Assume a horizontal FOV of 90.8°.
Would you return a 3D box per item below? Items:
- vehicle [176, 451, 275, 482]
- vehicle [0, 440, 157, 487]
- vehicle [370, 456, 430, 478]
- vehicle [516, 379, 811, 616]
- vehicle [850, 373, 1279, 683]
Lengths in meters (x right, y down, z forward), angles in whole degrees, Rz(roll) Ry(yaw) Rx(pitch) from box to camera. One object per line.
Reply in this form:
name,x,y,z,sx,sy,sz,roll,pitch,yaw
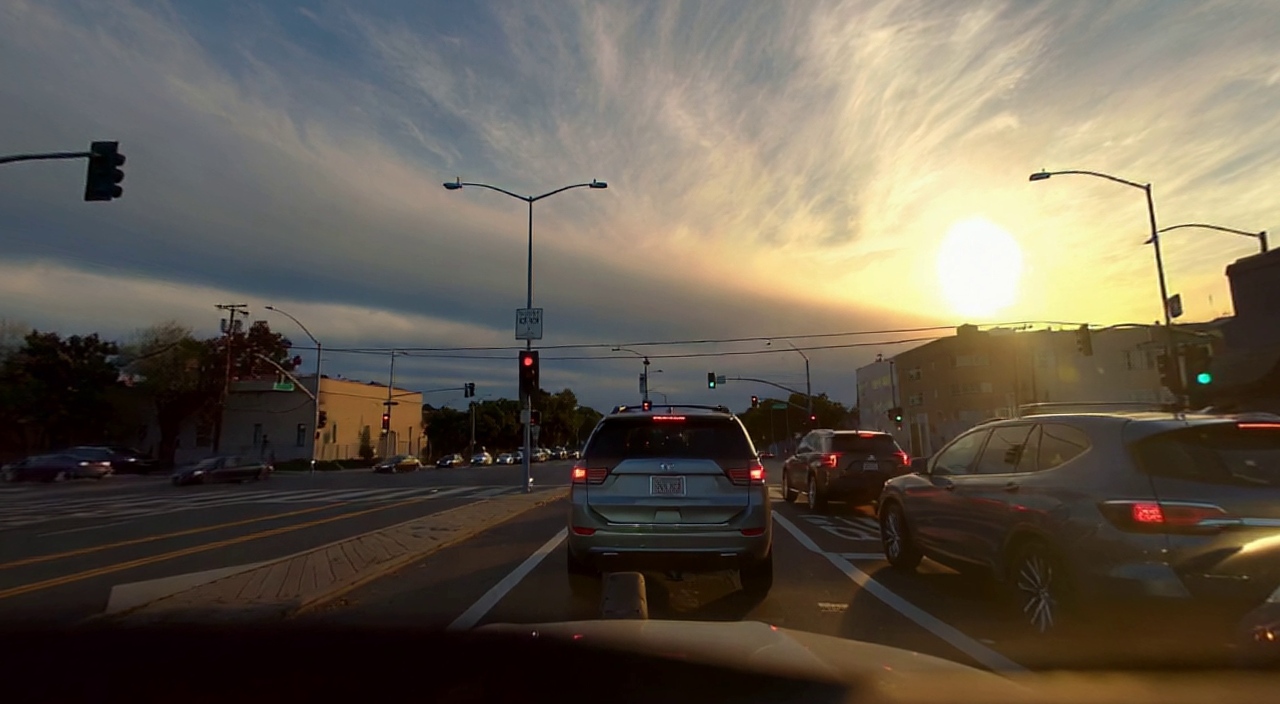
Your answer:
vehicle,-25.116,6.917,38.520,4.744,1.739,2.089,4,-10,-28
vehicle,-24.584,4.840,27.551,5.062,1.946,2.243,0,-9,-1
vehicle,-17.314,8.308,45.800,1.864,1.444,4.255,-2,-9,14
vehicle,0.227,1.465,7.224,2.292,1.840,4.394,0,-9,1
vehicle,3.576,1.286,5.695,2.018,1.701,4.288,0,-9,2
